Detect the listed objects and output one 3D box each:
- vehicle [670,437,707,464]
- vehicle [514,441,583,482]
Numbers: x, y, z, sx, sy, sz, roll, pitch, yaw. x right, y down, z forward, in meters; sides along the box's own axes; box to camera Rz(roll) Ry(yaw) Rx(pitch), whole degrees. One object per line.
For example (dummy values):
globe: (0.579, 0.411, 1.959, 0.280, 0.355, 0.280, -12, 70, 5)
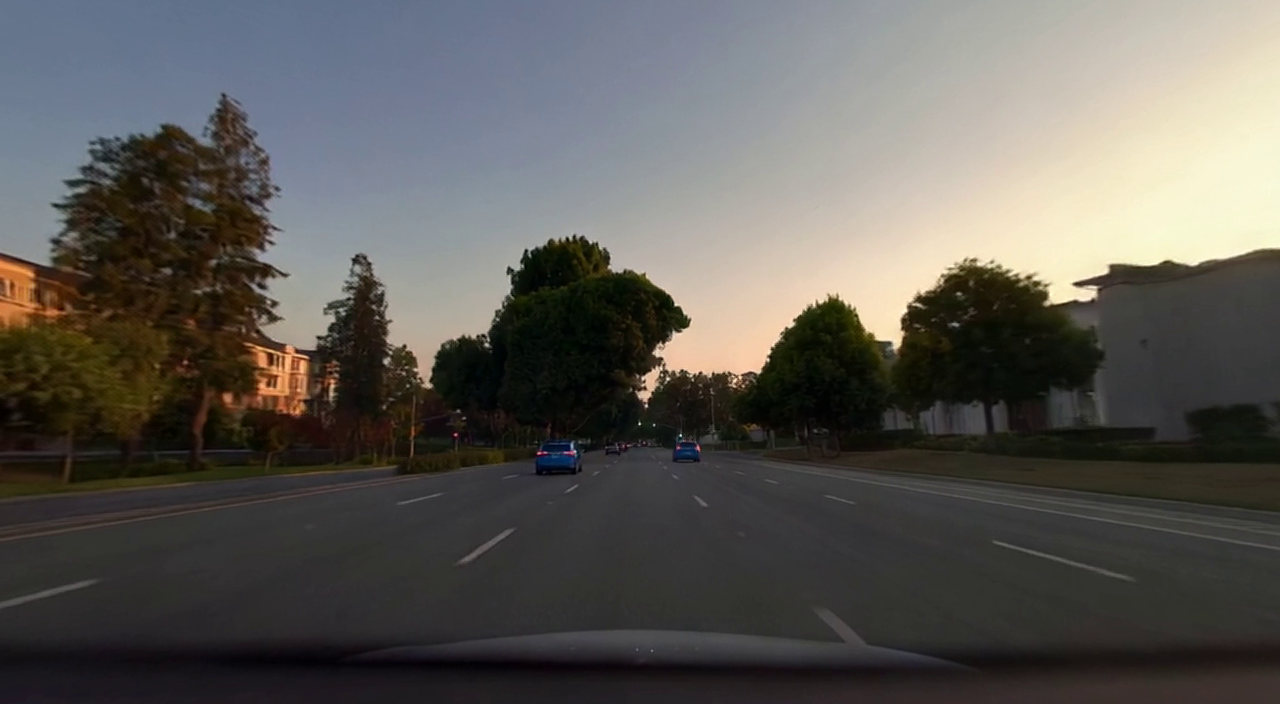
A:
vehicle: (3.222, 6.646, 42.562, 2.072, 1.696, 4.177, 0, -8, -1)
vehicle: (-3.579, 4.365, 25.514, 2.112, 1.471, 4.212, 0, -8, 1)
